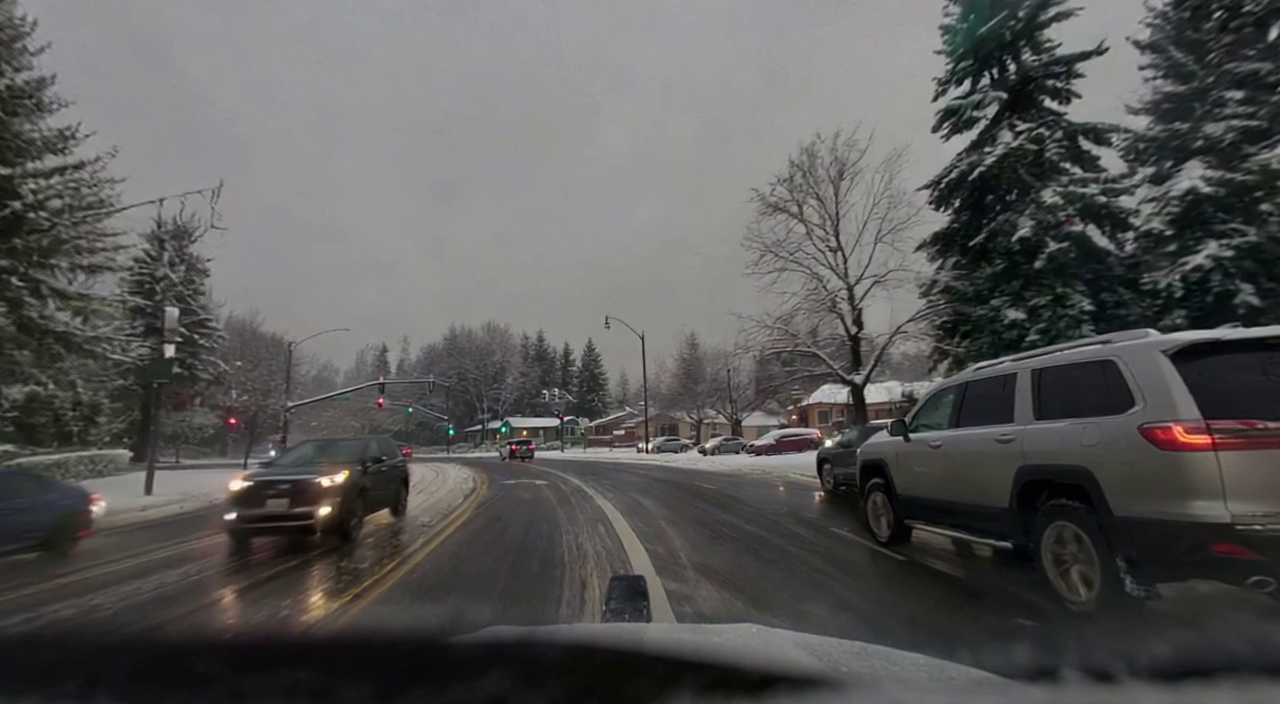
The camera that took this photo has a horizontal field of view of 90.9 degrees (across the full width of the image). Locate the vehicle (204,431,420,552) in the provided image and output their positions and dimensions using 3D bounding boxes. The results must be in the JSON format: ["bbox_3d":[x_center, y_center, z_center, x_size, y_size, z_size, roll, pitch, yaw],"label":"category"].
[{"bbox_3d":[-5.131,2.183,10.578,1.950,1.588,3.929,1,-9,-8],"label":"vehicle"}]

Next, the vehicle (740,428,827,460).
[{"bbox_3d":[8.615,5.576,38.026,4.656,1.710,1.950,0,-9,-16],"label":"vehicle"}]

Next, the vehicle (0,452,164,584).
[{"bbox_3d":[-8.440,2.012,7.744,1.984,1.472,4.600,1,-9,-7],"label":"vehicle"}]

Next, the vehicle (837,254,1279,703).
[{"bbox_3d":[3.810,0.991,5.429,2.338,2.063,5.592,0,-8,-1],"label":"vehicle"}]

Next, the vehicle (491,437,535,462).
[{"bbox_3d":[-9.405,7.141,46.425,2.138,1.729,4.178,4,-10,-27],"label":"vehicle"}]

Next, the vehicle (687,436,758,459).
[{"bbox_3d":[5.699,6.613,43.695,4.426,1.461,1.996,3,-9,-24],"label":"vehicle"}]
